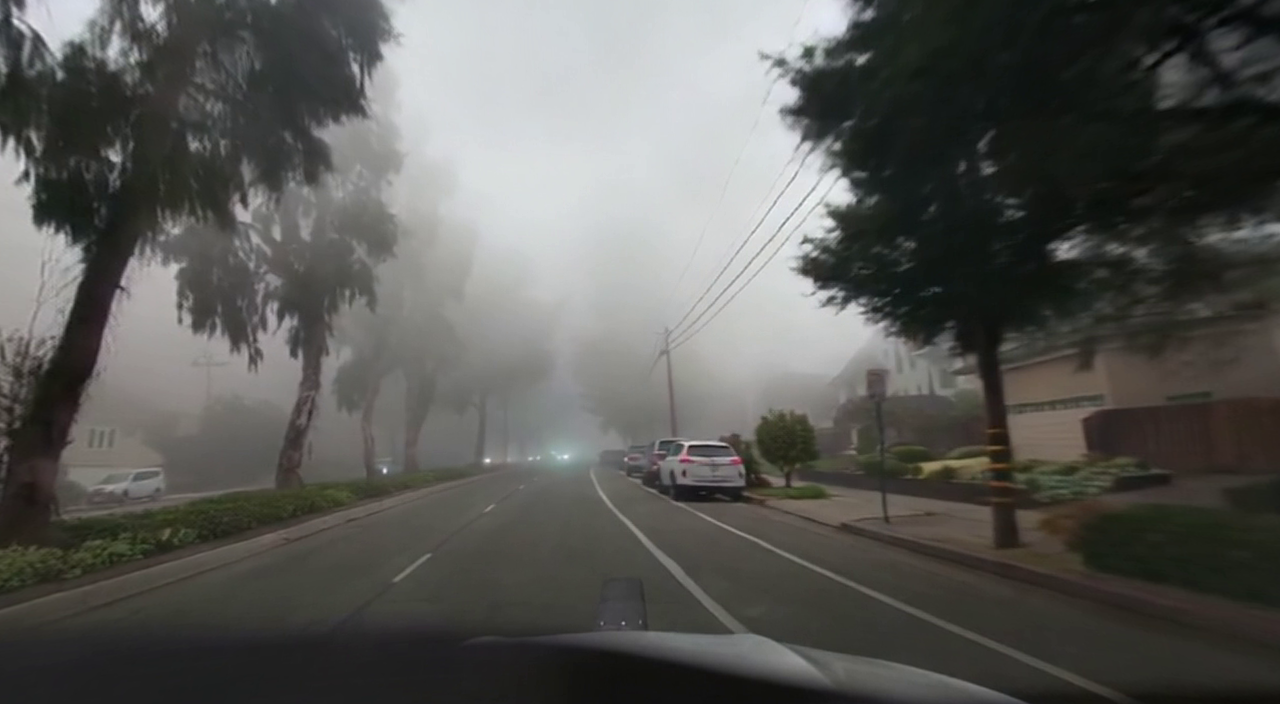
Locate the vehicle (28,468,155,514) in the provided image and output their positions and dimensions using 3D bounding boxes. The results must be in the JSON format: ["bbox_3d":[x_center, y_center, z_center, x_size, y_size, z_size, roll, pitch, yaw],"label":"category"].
[{"bbox_3d":[-28.301,7.142,32.838,2.305,1.919,5.187,0,-8,-6],"label":"vehicle"}]

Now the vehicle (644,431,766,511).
[{"bbox_3d":[1.467,3.015,16.655,2.078,1.738,5.133,1,-8,-7],"label":"vehicle"}]
